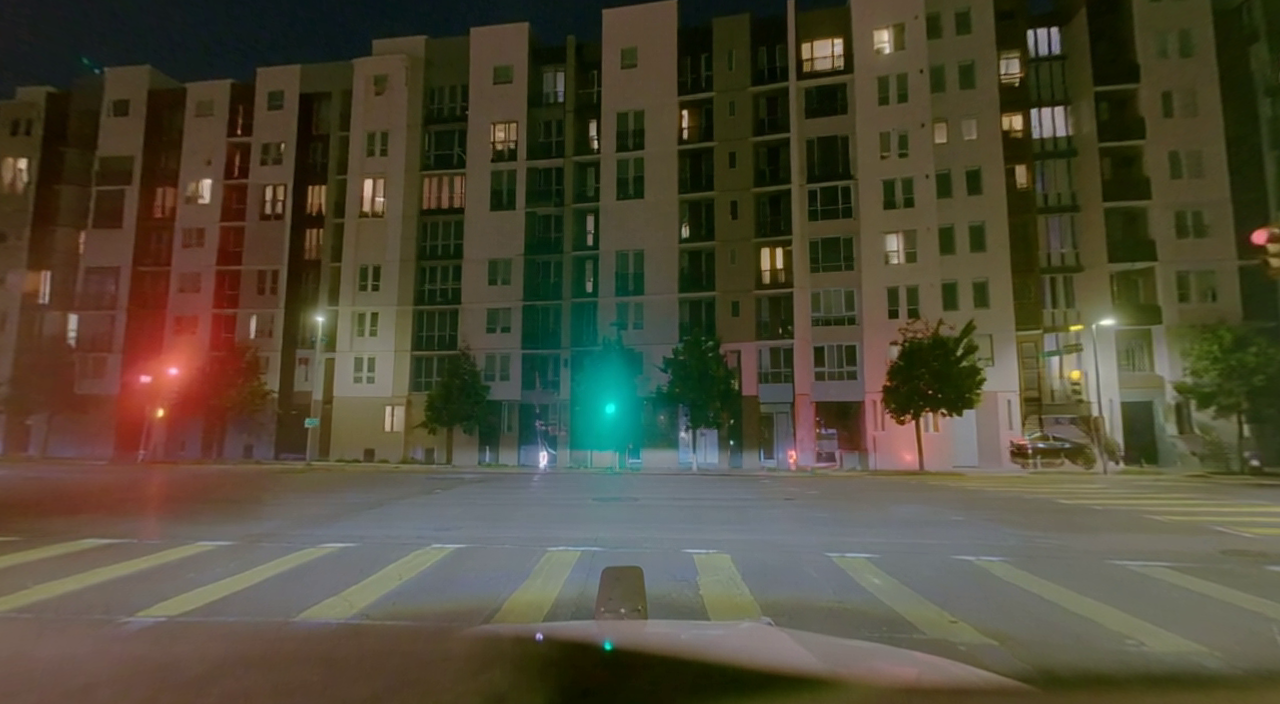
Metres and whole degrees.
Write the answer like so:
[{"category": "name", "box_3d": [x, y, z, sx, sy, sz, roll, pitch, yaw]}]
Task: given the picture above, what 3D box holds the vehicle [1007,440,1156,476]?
[{"category": "vehicle", "box_3d": [18.578, 4.465, 26.697, 4.823, 1.458, 1.914, 0, -9, -1]}]
